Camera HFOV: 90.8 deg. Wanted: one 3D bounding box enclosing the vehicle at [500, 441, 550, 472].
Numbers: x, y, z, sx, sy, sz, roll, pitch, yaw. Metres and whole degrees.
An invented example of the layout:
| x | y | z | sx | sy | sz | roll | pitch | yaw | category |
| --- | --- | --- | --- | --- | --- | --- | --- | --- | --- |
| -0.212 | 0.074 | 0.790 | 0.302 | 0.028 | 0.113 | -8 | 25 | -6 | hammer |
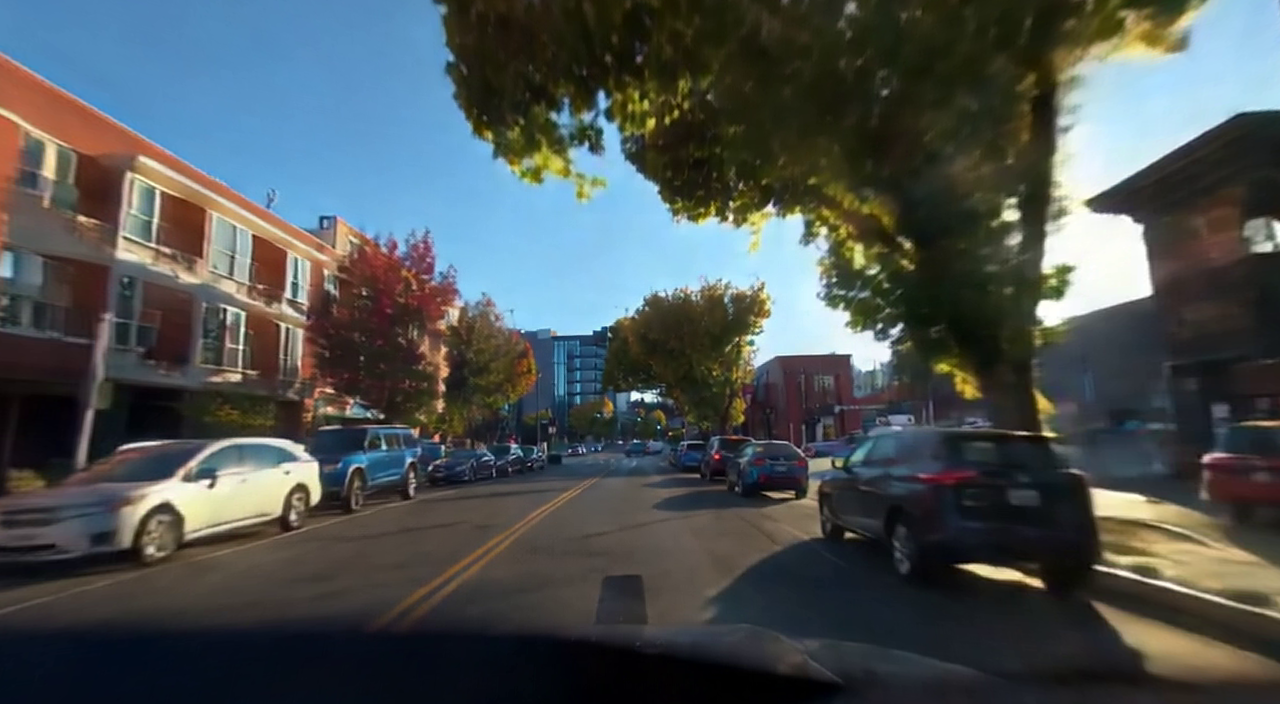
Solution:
| x | y | z | sx | sy | sz | roll | pitch | yaw | category |
| --- | --- | --- | --- | --- | --- | --- | --- | --- | --- |
| -6.567 | 6.104 | 36.559 | 2.033 | 1.523 | 4.867 | -3 | -12 | 0 | vehicle |

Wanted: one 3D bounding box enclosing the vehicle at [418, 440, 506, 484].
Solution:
| x | y | z | sx | sy | sz | roll | pitch | yaw | category |
| --- | --- | --- | --- | --- | --- | --- | --- | --- | --- |
| -6.619 | 4.140 | 24.125 | 1.913 | 1.479 | 4.714 | 0 | -8 | 1 | vehicle |

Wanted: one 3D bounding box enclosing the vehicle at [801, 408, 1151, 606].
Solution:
| x | y | z | sx | sy | sz | roll | pitch | yaw | category |
| --- | --- | --- | --- | --- | --- | --- | --- | --- | --- |
| 3.379 | 1.612 | 7.446 | 1.828 | 1.664 | 4.035 | 0 | -8 | -1 | vehicle |

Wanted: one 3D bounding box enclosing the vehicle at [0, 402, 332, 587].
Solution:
| x | y | z | sx | sy | sz | roll | pitch | yaw | category |
| --- | --- | --- | --- | --- | --- | --- | --- | --- | --- |
| -6.625 | 1.782 | 8.804 | 2.224 | 1.849 | 4.772 | 0 | -8 | 0 | vehicle |

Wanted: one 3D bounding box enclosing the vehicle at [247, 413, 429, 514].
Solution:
| x | y | z | sx | sy | sz | roll | pitch | yaw | category |
| --- | --- | --- | --- | --- | --- | --- | --- | --- | --- |
| -6.695 | 2.522 | 14.764 | 2.008 | 1.969 | 4.740 | 0 | -8 | -2 | vehicle |

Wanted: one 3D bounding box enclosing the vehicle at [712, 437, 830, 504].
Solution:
| x | y | z | sx | sy | sz | roll | pitch | yaw | category |
| --- | --- | --- | --- | --- | --- | --- | --- | --- | --- |
| 3.175 | 2.972 | 16.435 | 1.908 | 1.461 | 4.873 | 0 | -8 | -1 | vehicle |
